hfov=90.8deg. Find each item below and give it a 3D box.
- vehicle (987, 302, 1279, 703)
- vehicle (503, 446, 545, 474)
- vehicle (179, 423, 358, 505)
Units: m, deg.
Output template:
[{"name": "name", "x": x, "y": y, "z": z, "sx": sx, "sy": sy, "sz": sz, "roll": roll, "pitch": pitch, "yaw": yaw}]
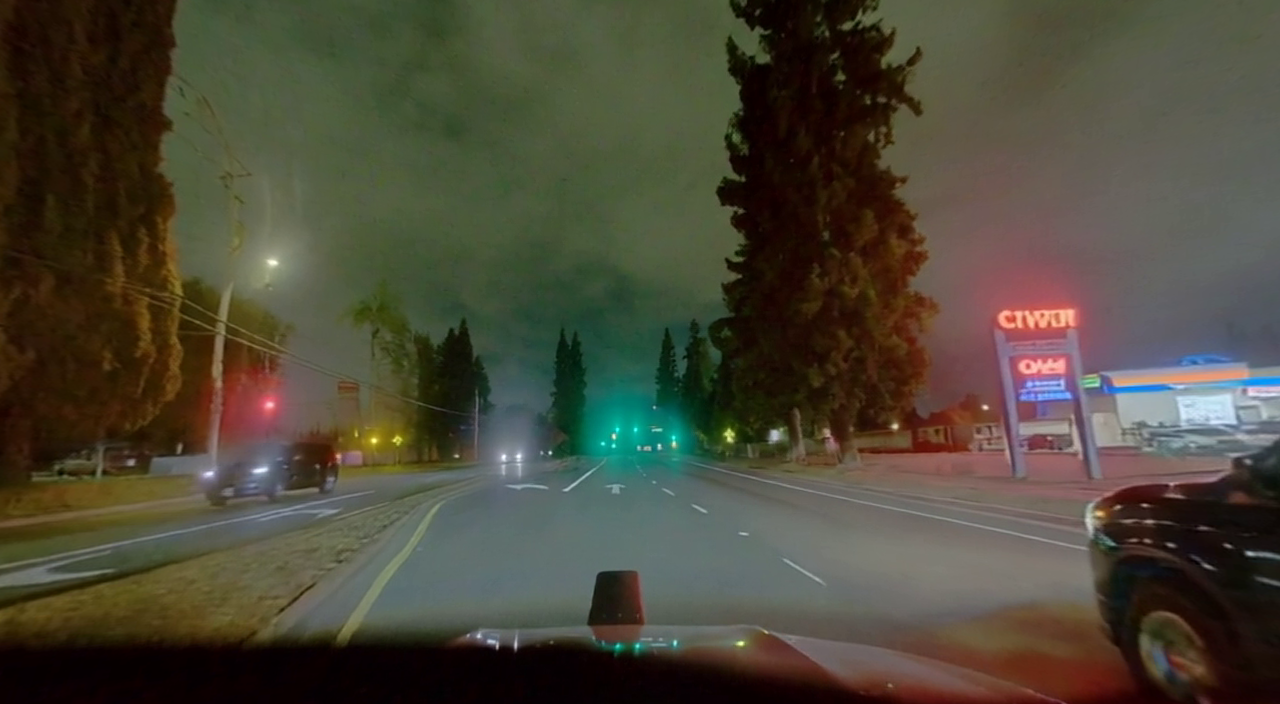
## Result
[{"name": "vehicle", "x": 3.812, "y": 0.688, "z": 2.337, "sx": 2.218, "sy": 1.878, "sz": 4.748, "roll": 0, "pitch": -9, "yaw": -2}, {"name": "vehicle", "x": -8.032, "y": 7.519, "z": 44.185, "sx": 2.079, "sy": 1.830, "sz": 4.951, "roll": 0, "pitch": -9, "yaw": -1}, {"name": "vehicle", "x": -11.181, "y": 3.408, "z": 19.720, "sx": 2.131, "sy": 2.148, "sz": 5.709, "roll": 0, "pitch": -9, "yaw": -1}]
